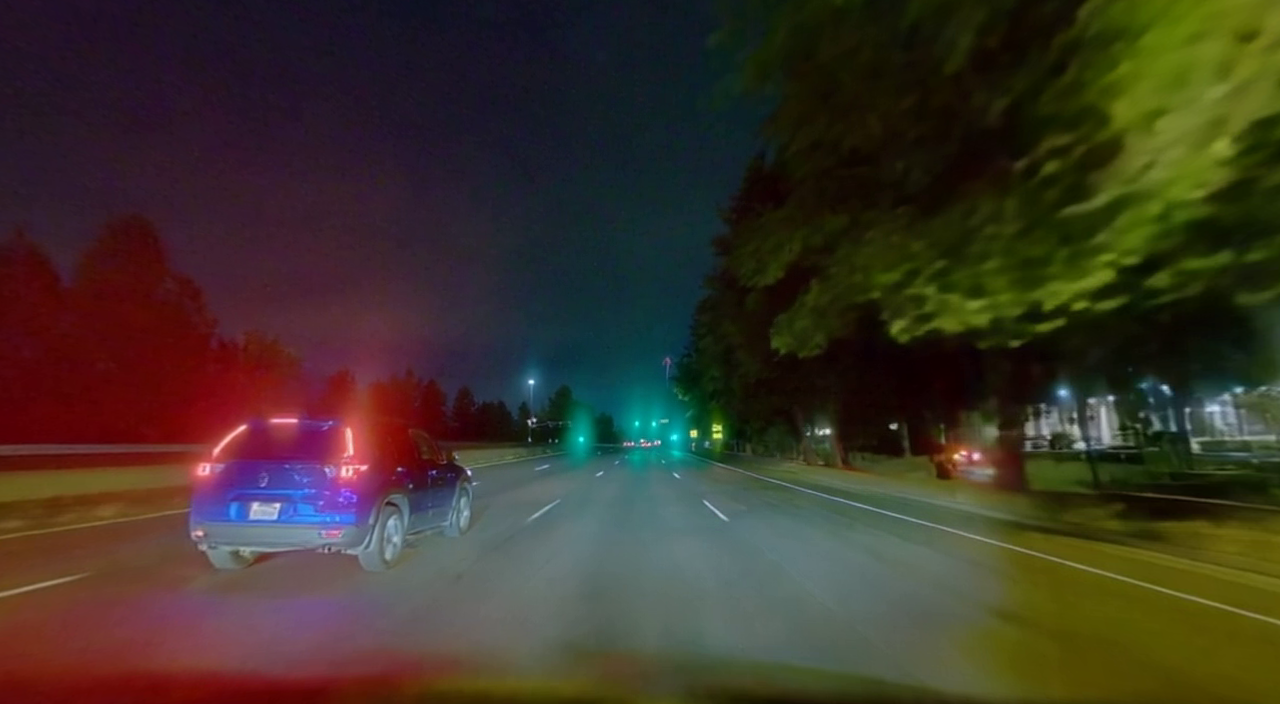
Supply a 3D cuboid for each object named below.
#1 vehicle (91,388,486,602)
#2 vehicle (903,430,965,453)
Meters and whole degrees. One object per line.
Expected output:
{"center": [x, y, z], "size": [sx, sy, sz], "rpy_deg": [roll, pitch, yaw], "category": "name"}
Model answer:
{"center": [-3.387, 1.478, 7.387], "size": [2.033, 1.713, 4.503], "rpy_deg": [0, -8, 0], "category": "vehicle"}
{"center": [23.288, 7.102, 49.909], "size": [4.000, 1.458, 1.640], "rpy_deg": [-4, -6, 0], "category": "vehicle"}
